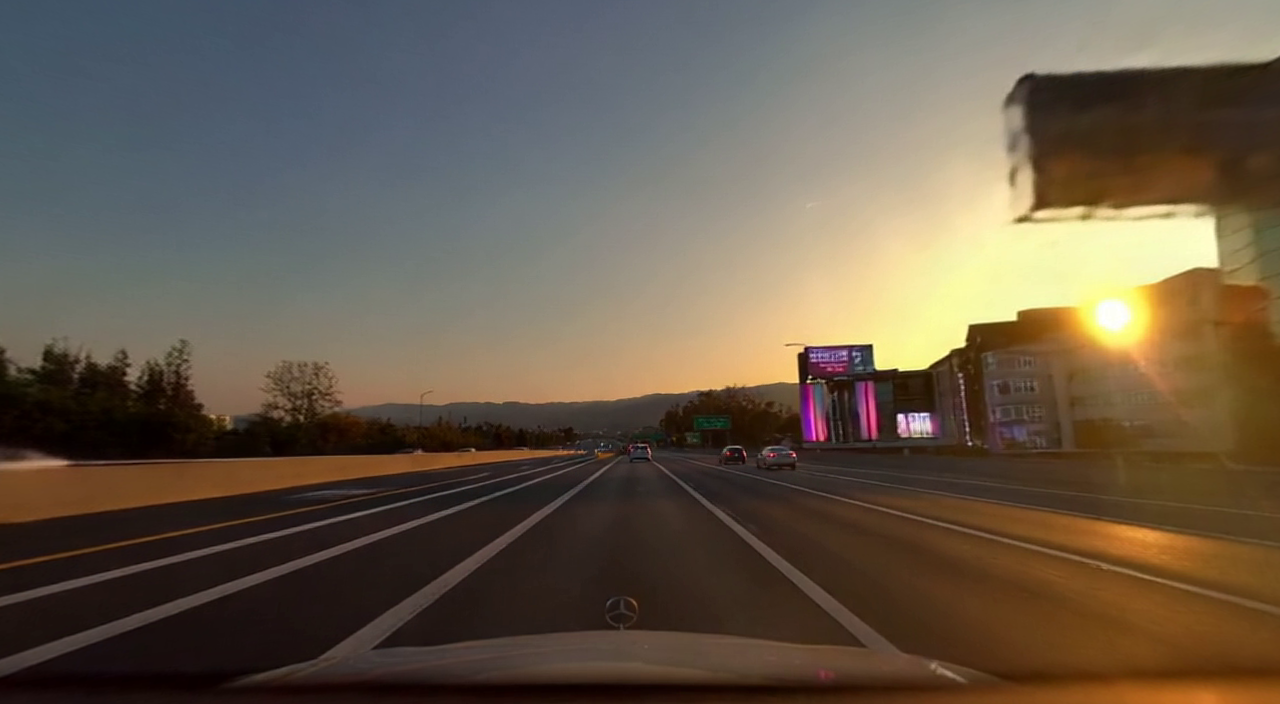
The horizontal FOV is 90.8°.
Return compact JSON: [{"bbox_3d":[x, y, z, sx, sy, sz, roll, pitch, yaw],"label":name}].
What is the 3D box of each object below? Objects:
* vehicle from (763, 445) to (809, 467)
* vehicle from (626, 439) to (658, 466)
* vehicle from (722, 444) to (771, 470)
[{"bbox_3d":[10.102,7.212,44.036,1.953,1.473,4.512,0,-8,-2],"label":"vehicle"},{"bbox_3d":[0.075,7.122,44.852,2.154,1.786,5.045,0,-8,-2],"label":"vehicle"},{"bbox_3d":[6.240,6.199,37.526,1.976,1.477,4.448,0,-8,-2],"label":"vehicle"}]
